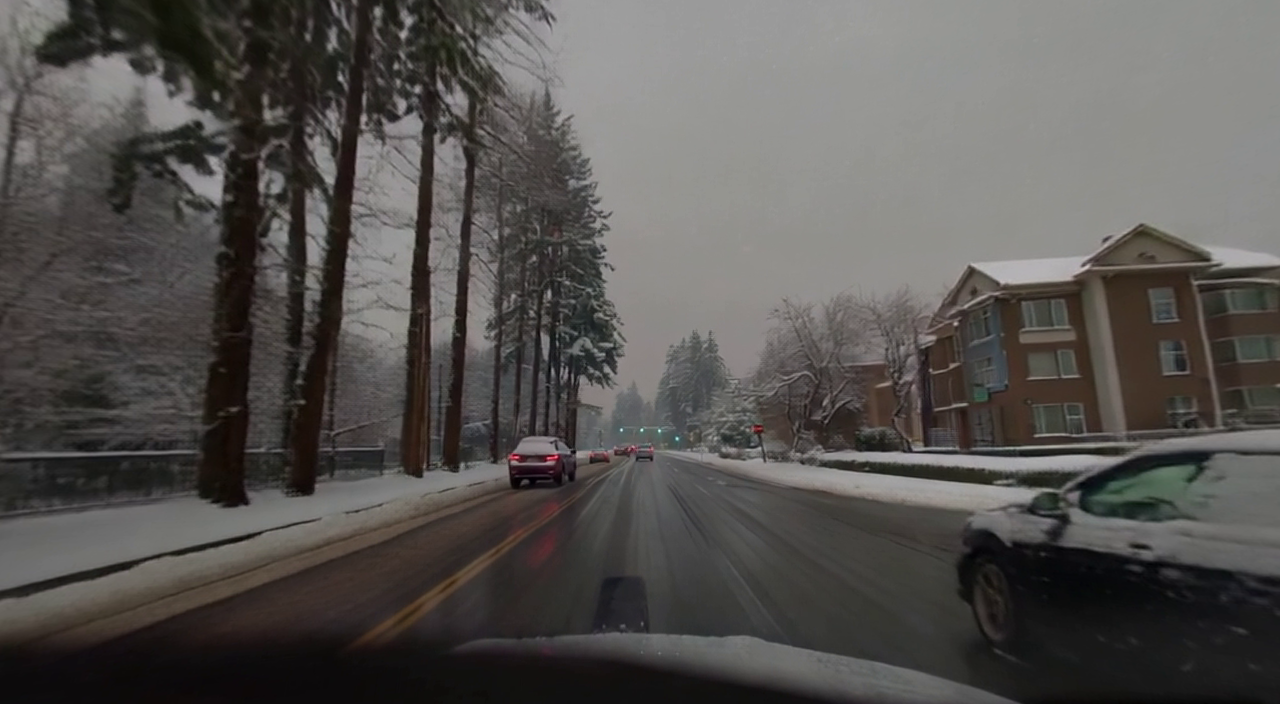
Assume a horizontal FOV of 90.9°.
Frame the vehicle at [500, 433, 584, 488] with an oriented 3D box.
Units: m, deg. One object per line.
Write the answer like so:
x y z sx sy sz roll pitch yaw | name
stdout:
-3.560 4.071 23.981 2.216 1.828 4.886 0 -8 3 | vehicle

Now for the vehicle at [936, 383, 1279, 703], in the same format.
3.228 0.942 2.616 1.945 1.530 4.320 0 -8 1 | vehicle
